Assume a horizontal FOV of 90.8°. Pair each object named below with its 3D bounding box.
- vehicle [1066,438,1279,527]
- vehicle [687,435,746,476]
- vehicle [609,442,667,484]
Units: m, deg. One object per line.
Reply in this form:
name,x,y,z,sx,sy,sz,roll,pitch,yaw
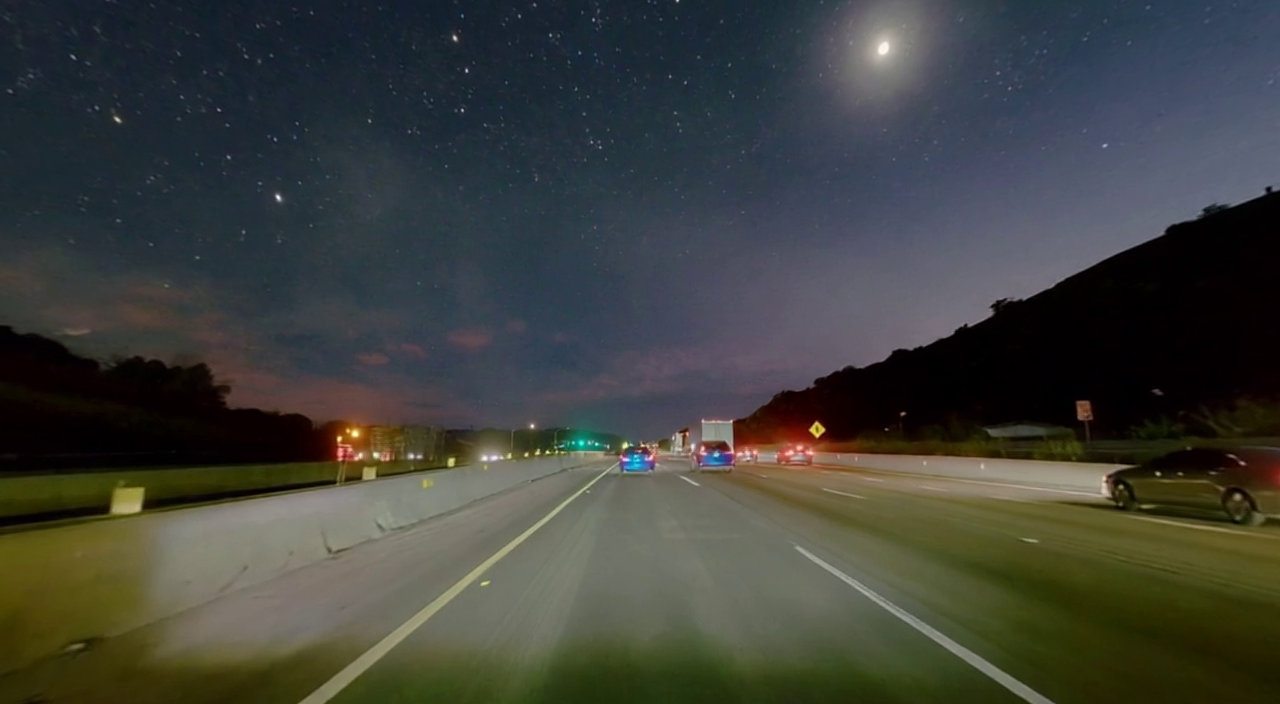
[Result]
vehicle,11.086,2.489,12.685,1.945,1.451,4.397,0,-9,-1
vehicle,3.634,5.029,30.859,2.098,1.794,4.561,0,-9,-2
vehicle,-0.122,4.266,24.541,2.083,1.477,3.965,0,-9,-1
